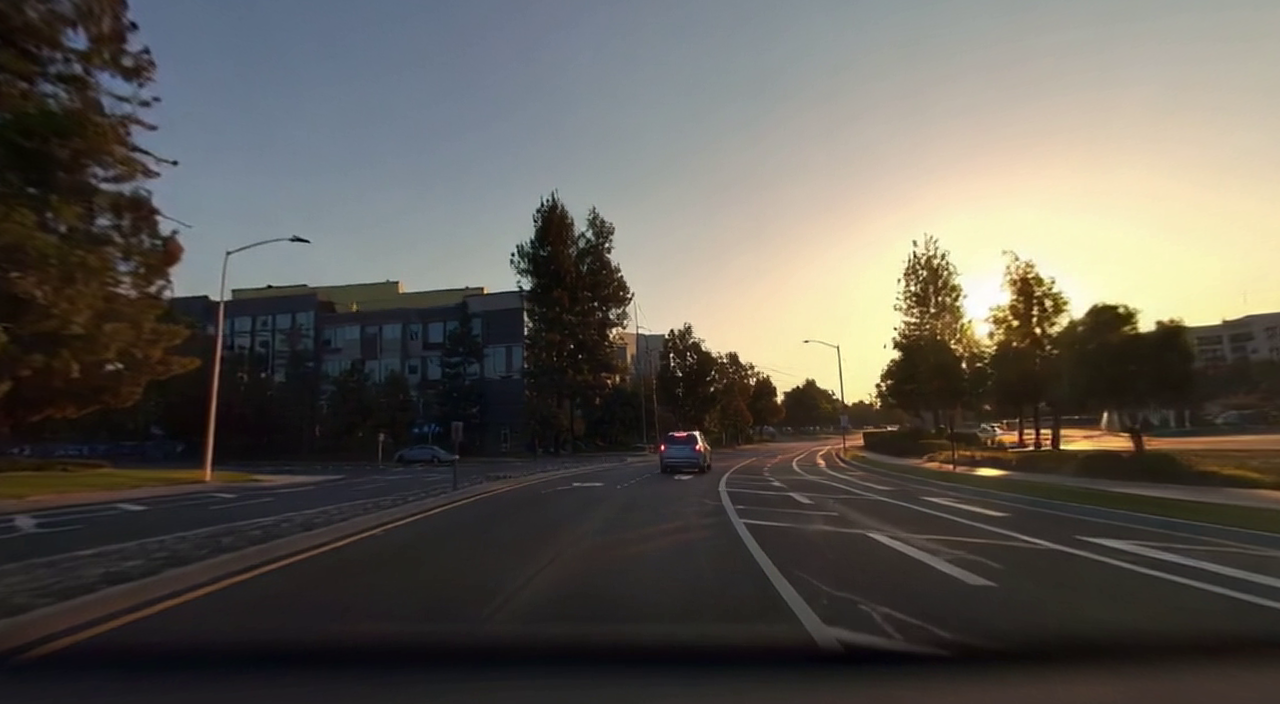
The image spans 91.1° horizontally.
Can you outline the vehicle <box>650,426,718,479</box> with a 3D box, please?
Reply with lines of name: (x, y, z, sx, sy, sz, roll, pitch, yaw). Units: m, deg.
vehicle: (1.965, 4.167, 26.273, 2.371, 1.926, 5.615, -1, -9, 8)
